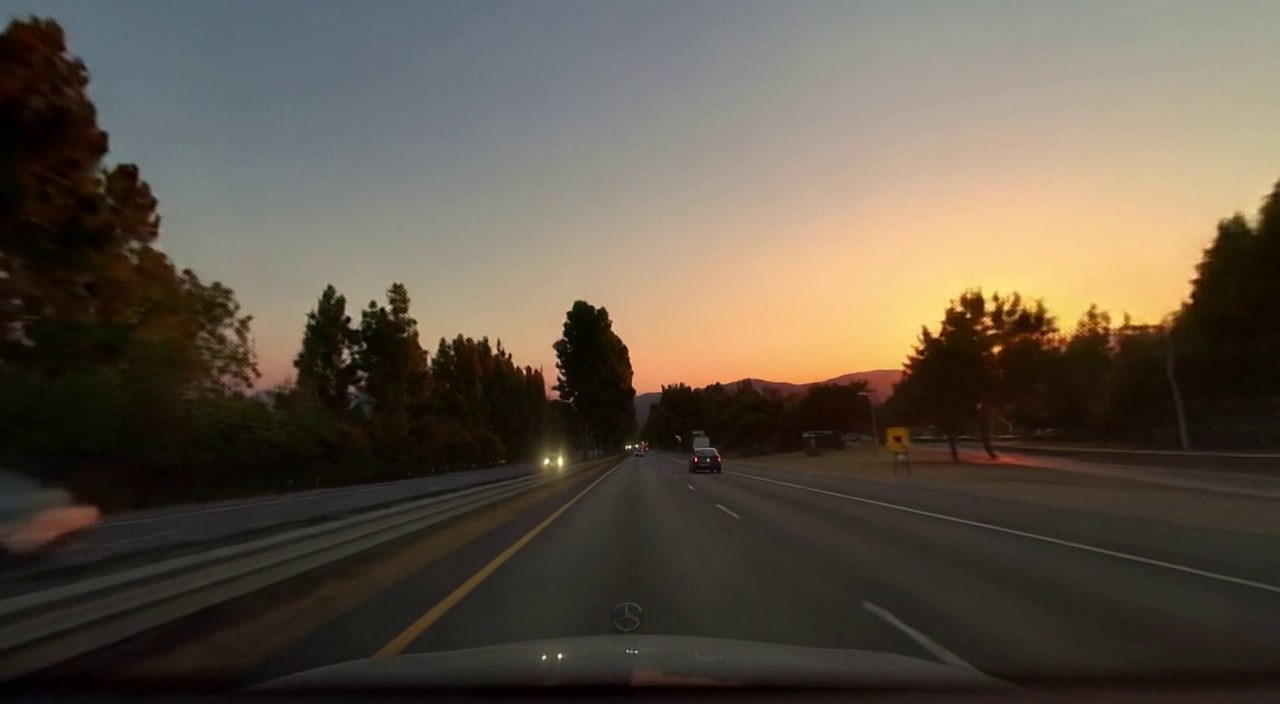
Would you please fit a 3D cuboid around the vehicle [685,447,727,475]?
[{"bbox_3d":[3.909,6.504,37.871,2.013,1.584,3.995,0,-9,-1],"label":"vehicle"}]
